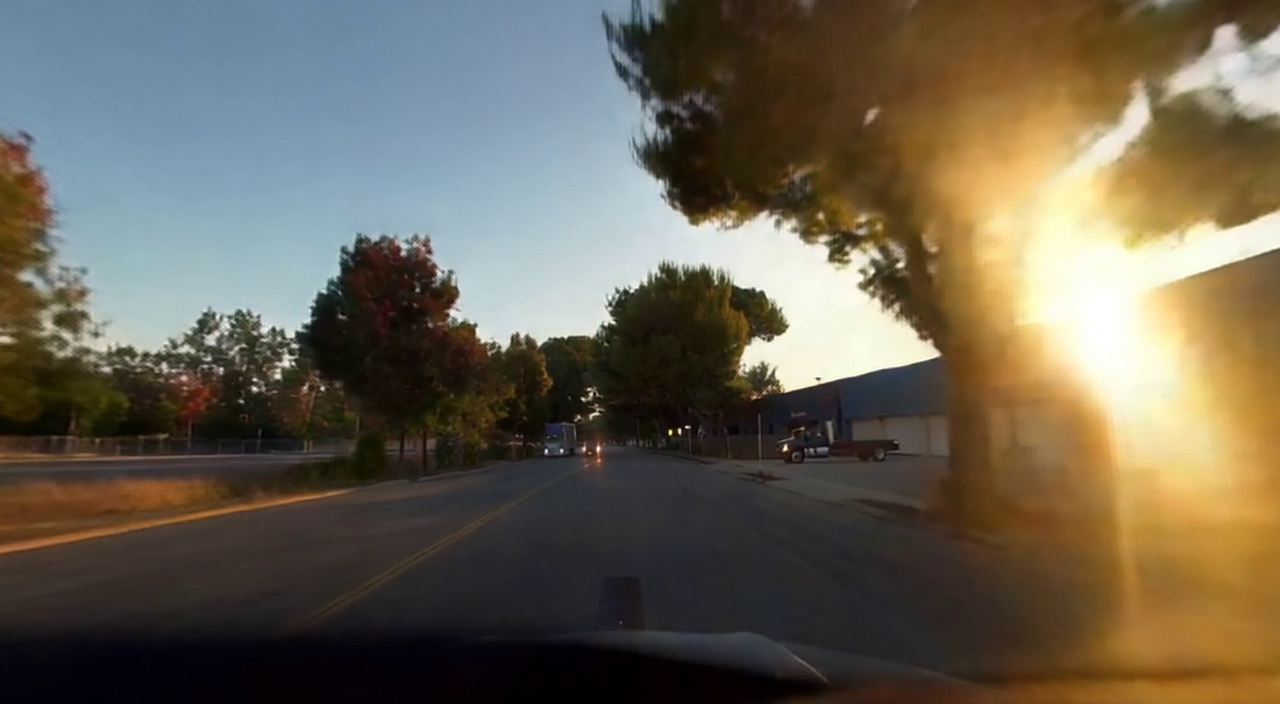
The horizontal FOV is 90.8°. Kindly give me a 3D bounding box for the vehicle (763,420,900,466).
[{"bbox_3d":[11.274,5.400,37.580,7.188,2.416,2.528,-2,-8,-3],"label":"vehicle"}]
